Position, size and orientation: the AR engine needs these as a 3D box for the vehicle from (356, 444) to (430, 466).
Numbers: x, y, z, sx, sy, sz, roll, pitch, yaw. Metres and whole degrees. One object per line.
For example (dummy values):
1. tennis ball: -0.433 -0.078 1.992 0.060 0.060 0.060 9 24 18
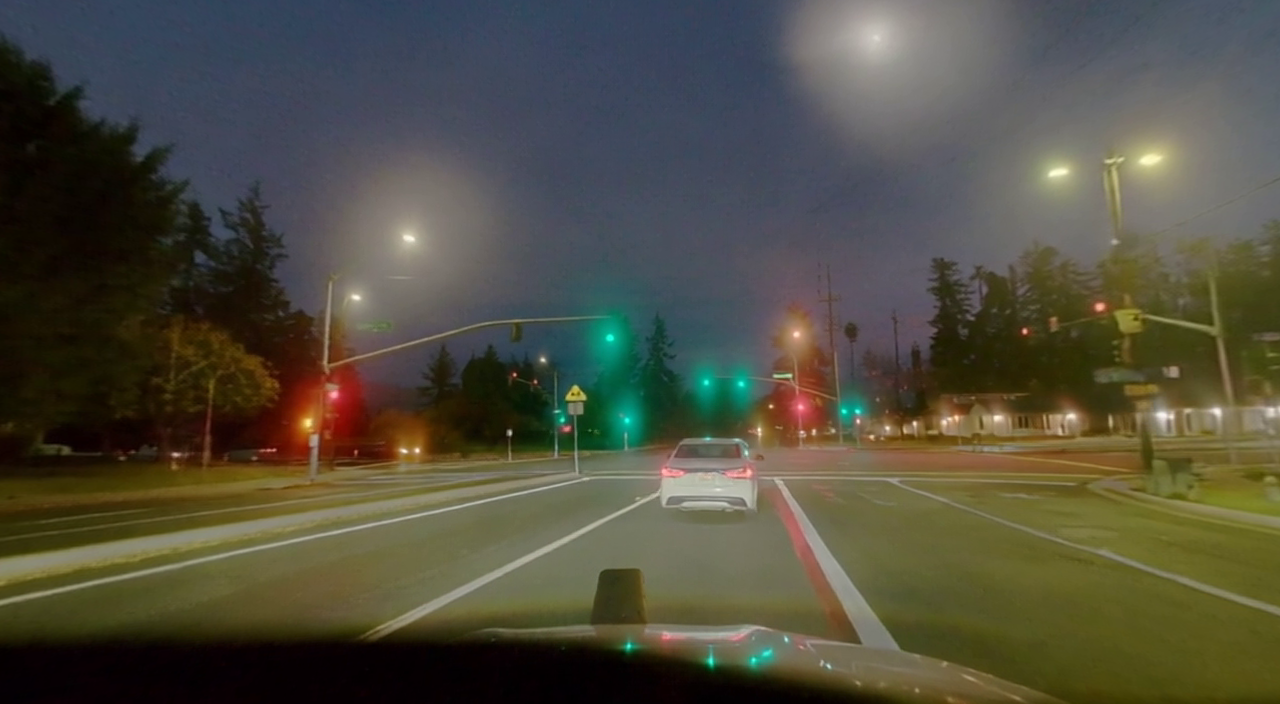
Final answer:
1. vehicle: -17.293 7.183 43.924 4.735 1.472 1.932 -4 -9 23

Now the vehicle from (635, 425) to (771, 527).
1. vehicle: 1.398 2.308 12.373 2.139 1.564 4.901 -1 -9 10
